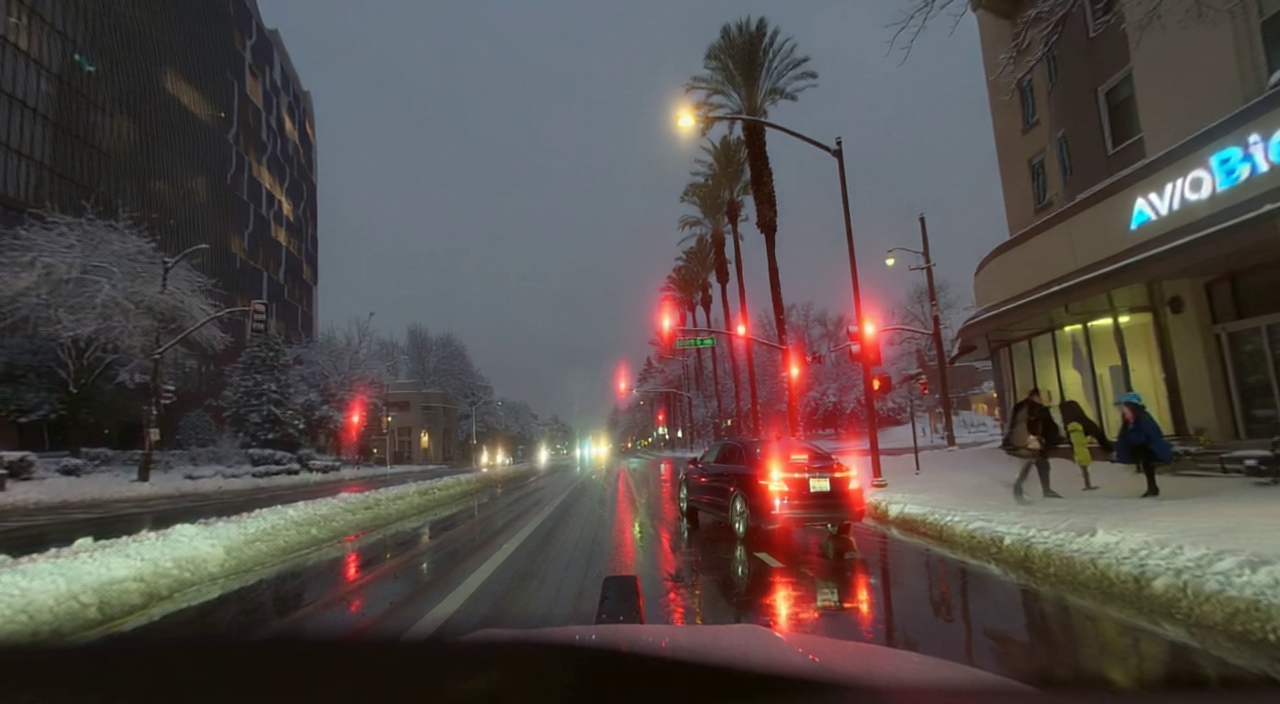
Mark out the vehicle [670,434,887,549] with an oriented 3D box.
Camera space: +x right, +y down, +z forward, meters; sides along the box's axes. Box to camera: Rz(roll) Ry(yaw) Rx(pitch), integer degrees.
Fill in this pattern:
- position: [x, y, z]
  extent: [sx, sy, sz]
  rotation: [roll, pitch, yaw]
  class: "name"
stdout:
- position: [1.954, 2.160, 10.654]
  extent: [2.090, 1.466, 4.676]
  rotation: [1, -8, -7]
  class: "vehicle"
